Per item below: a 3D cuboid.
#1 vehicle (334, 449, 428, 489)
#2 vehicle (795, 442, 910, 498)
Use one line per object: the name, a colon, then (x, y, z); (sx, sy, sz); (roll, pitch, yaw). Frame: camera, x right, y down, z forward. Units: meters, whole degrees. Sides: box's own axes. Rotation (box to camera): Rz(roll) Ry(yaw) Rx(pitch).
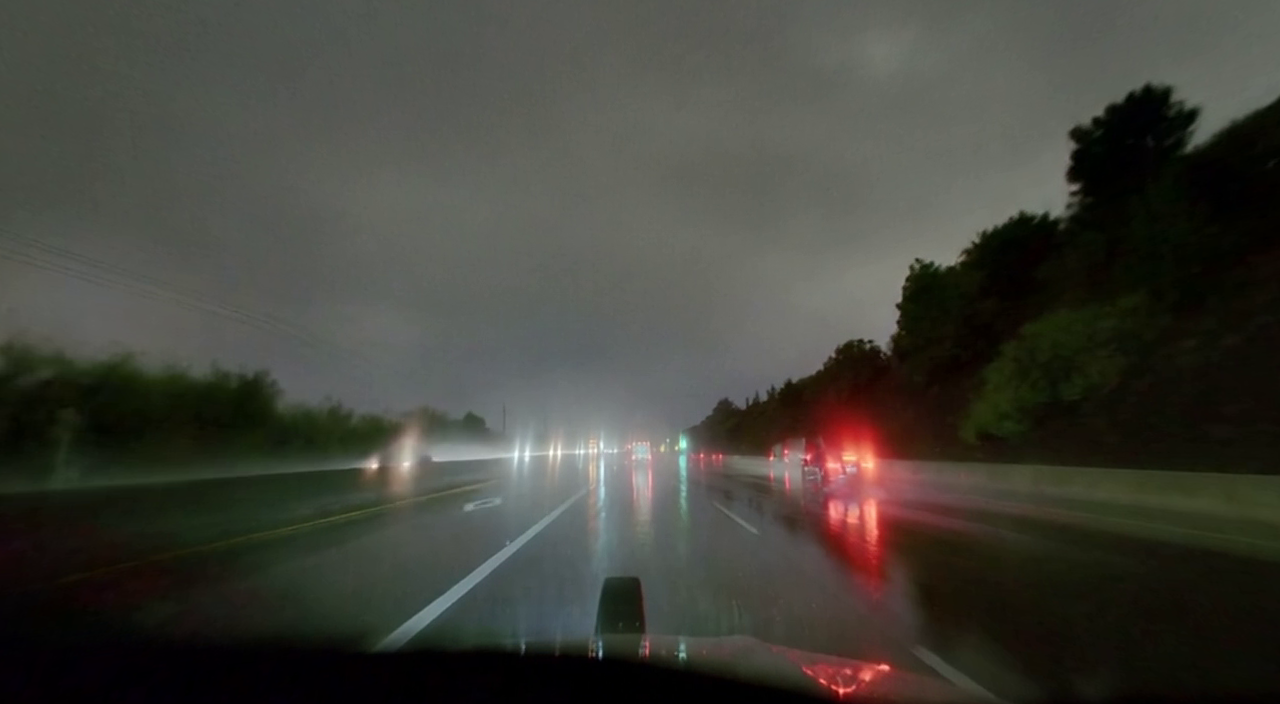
vehicle: (-11.105, 5.031, 27.450); (2.011, 1.583, 4.876); (0, -9, 0)
vehicle: (6.301, 3.551, 19.263); (1.976, 1.495, 4.217); (0, -9, -1)
